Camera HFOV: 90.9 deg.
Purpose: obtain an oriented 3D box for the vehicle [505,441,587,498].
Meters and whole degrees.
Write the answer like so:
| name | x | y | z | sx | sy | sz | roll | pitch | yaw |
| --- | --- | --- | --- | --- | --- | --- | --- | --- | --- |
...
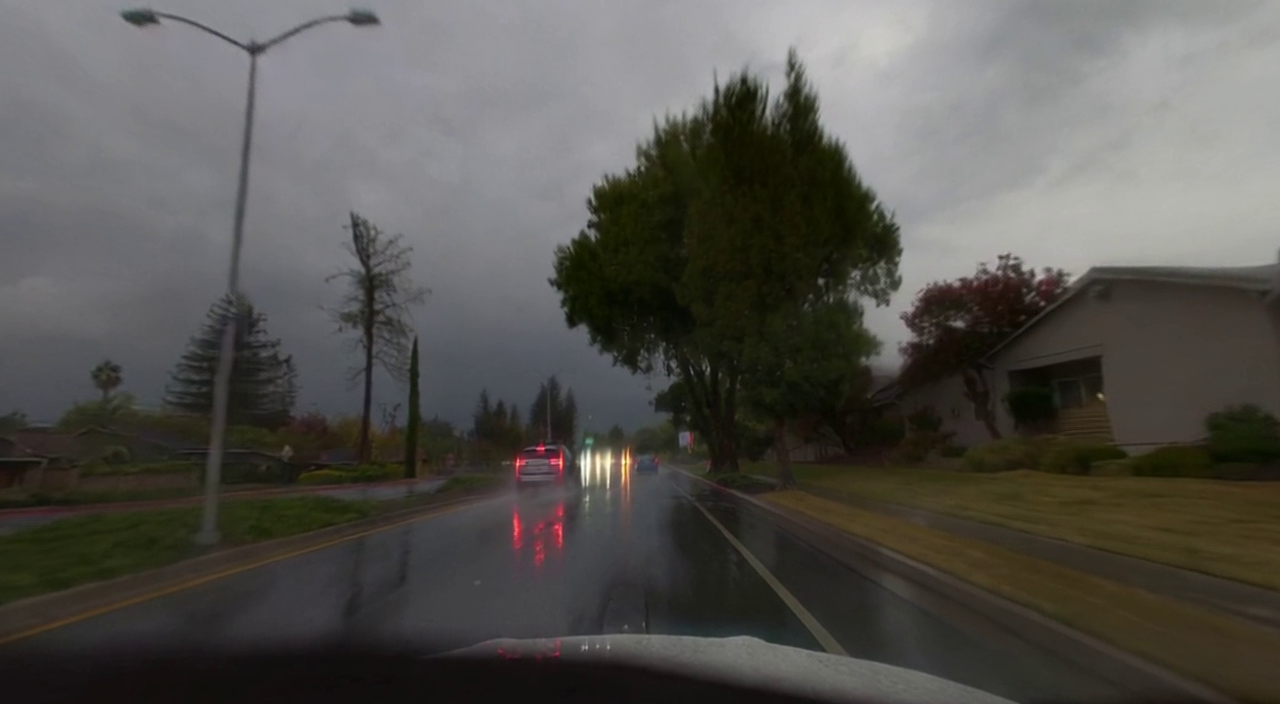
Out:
| name | x | y | z | sx | sy | sz | roll | pitch | yaw |
| --- | --- | --- | --- | --- | --- | --- | --- | --- | --- |
| vehicle | -3.110 | 3.997 | 21.882 | 2.073 | 1.770 | 4.302 | 0 | -8 | 1 |
